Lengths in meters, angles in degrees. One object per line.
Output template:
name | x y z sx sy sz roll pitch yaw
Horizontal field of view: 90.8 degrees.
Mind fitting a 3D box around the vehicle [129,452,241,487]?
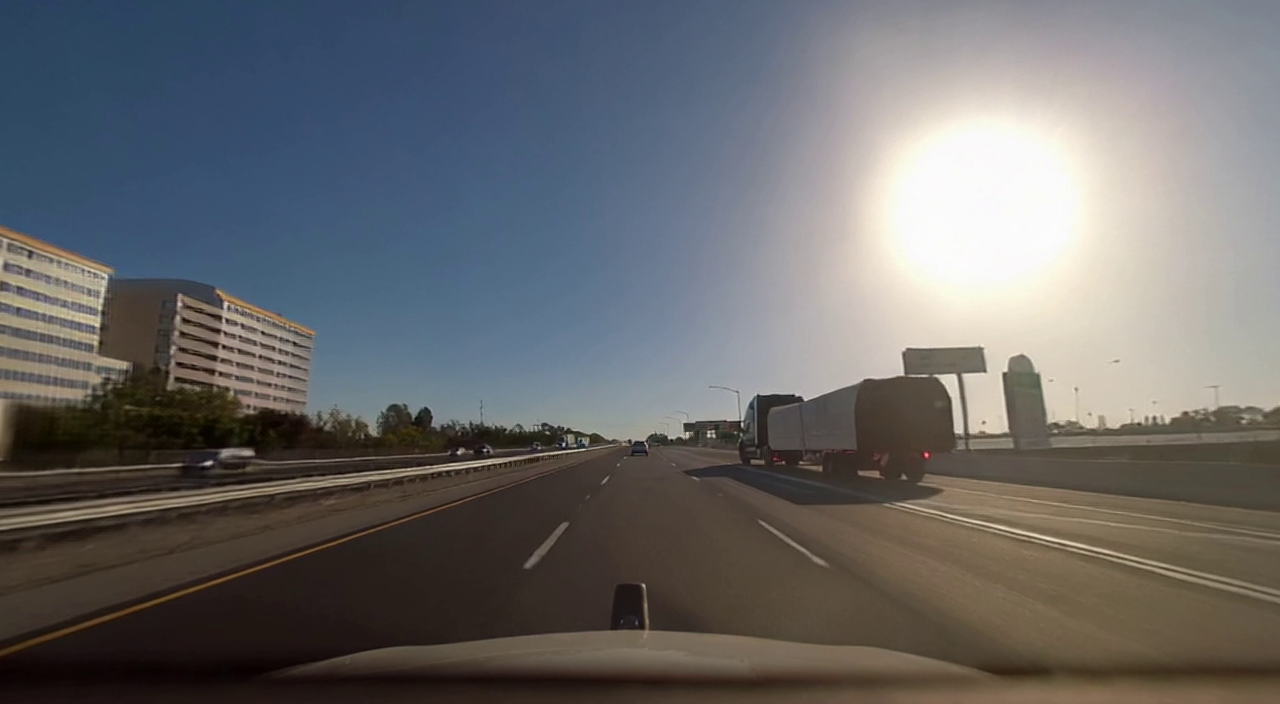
vehicle | -21.811 5.609 30.521 1.964 1.493 4.550 0 -8 1

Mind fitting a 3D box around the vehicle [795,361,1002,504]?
vehicle | 6.786 2.375 18.267 2.793 3.204 7.997 -1 -8 2
